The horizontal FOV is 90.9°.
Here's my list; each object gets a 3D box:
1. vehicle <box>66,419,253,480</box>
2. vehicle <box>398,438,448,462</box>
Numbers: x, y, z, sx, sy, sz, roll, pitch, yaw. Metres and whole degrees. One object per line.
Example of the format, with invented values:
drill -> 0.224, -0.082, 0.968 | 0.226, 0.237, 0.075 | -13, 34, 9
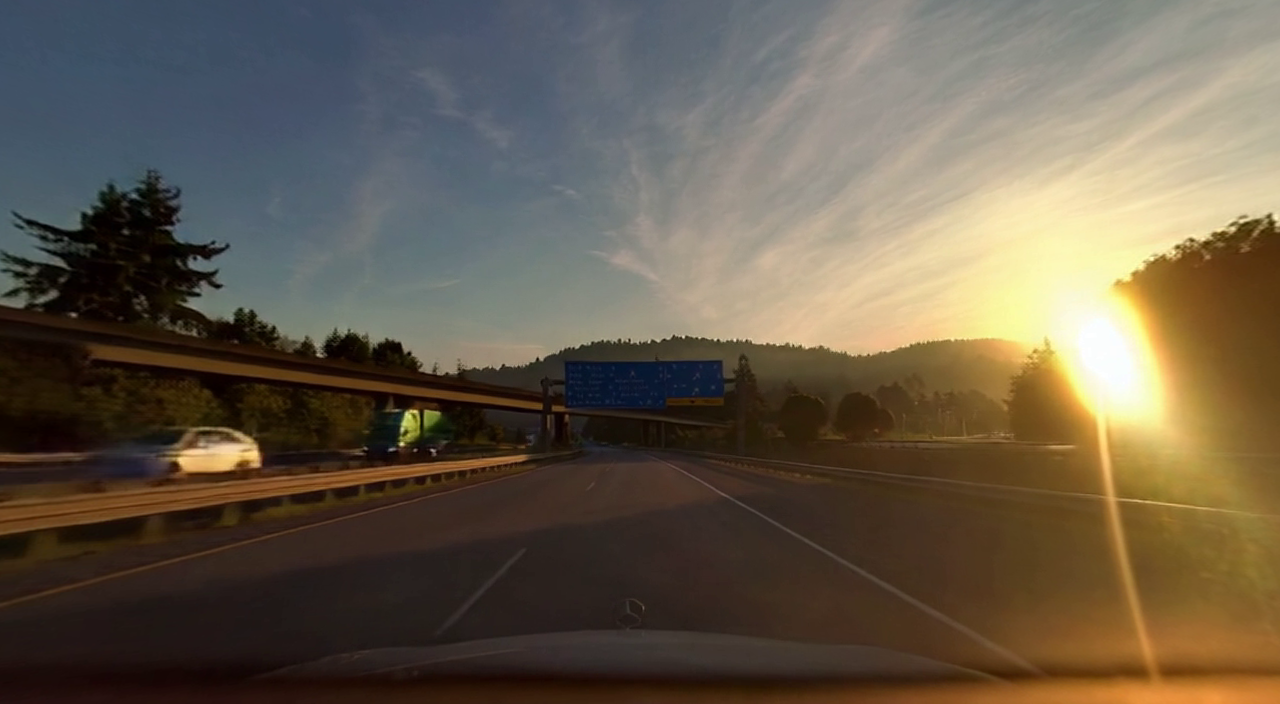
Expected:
vehicle -> -14.409, 2.995, 19.380 | 2.117, 1.623, 4.690 | 0, -9, -1
vehicle -> -14.734, 6.694, 43.039 | 1.904, 1.541, 4.434 | 0, -9, -1
